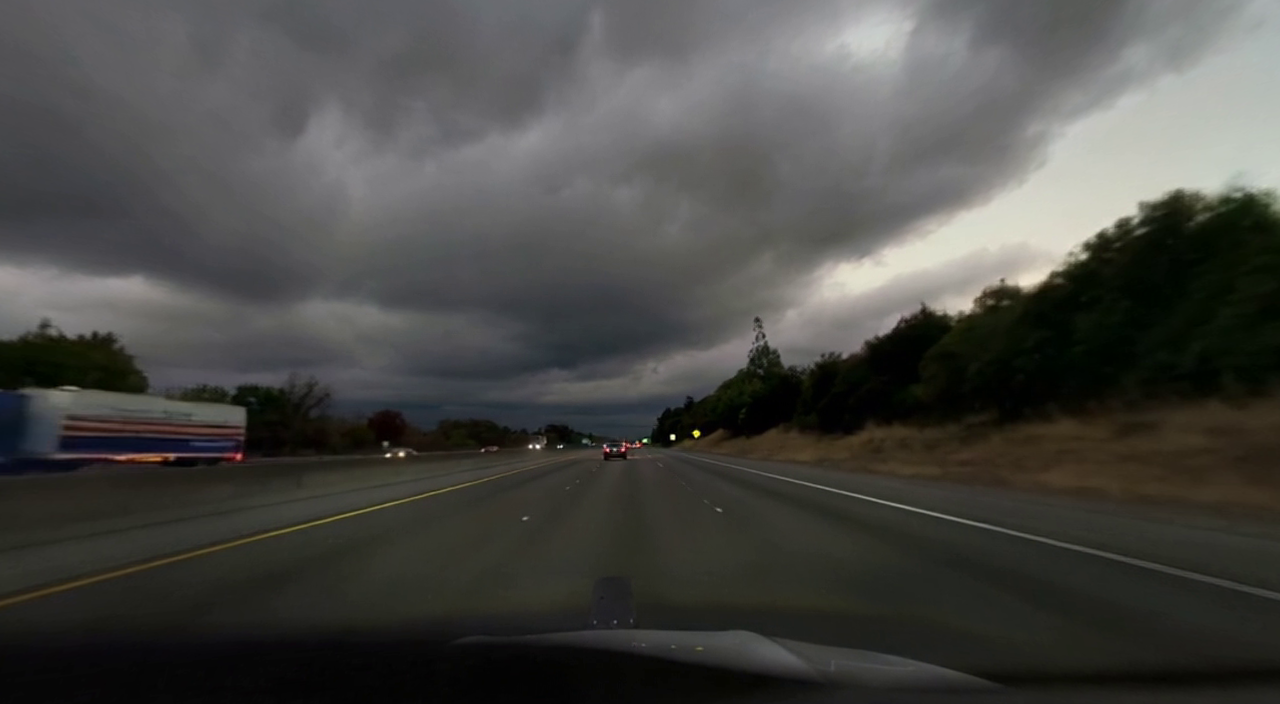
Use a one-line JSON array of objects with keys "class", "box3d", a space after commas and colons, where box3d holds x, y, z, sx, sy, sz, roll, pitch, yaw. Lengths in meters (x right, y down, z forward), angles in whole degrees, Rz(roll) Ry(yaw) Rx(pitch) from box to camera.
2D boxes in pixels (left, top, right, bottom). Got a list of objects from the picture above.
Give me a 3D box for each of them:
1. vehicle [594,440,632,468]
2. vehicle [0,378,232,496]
[{"class": "vehicle", "box3d": [-1.587, 6.216, 38.570, 2.158, 1.562, 4.373, 0, -8, 0]}, {"class": "vehicle", "box3d": [-24.284, 3.849, 27.886, 3.438, 4.105, 13.442, 0, -8, 0]}]
